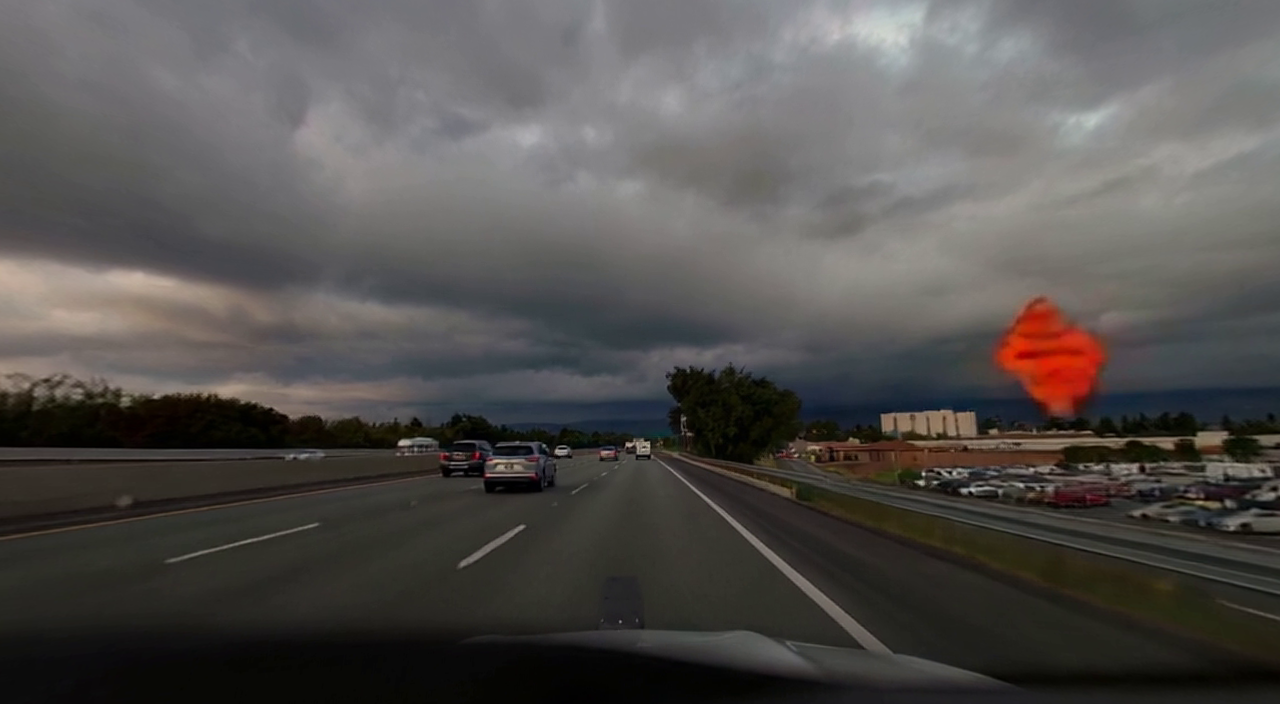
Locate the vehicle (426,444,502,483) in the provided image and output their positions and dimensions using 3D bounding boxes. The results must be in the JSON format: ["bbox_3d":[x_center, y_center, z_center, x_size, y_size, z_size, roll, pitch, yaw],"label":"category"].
[{"bbox_3d":[-7.557,4.822,27.570,1.991,1.538,4.360,0,-9,1],"label":"vehicle"}]

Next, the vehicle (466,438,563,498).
[{"bbox_3d":[-3.793,3.595,19.903,2.070,1.665,4.213,0,-9,2],"label":"vehicle"}]
